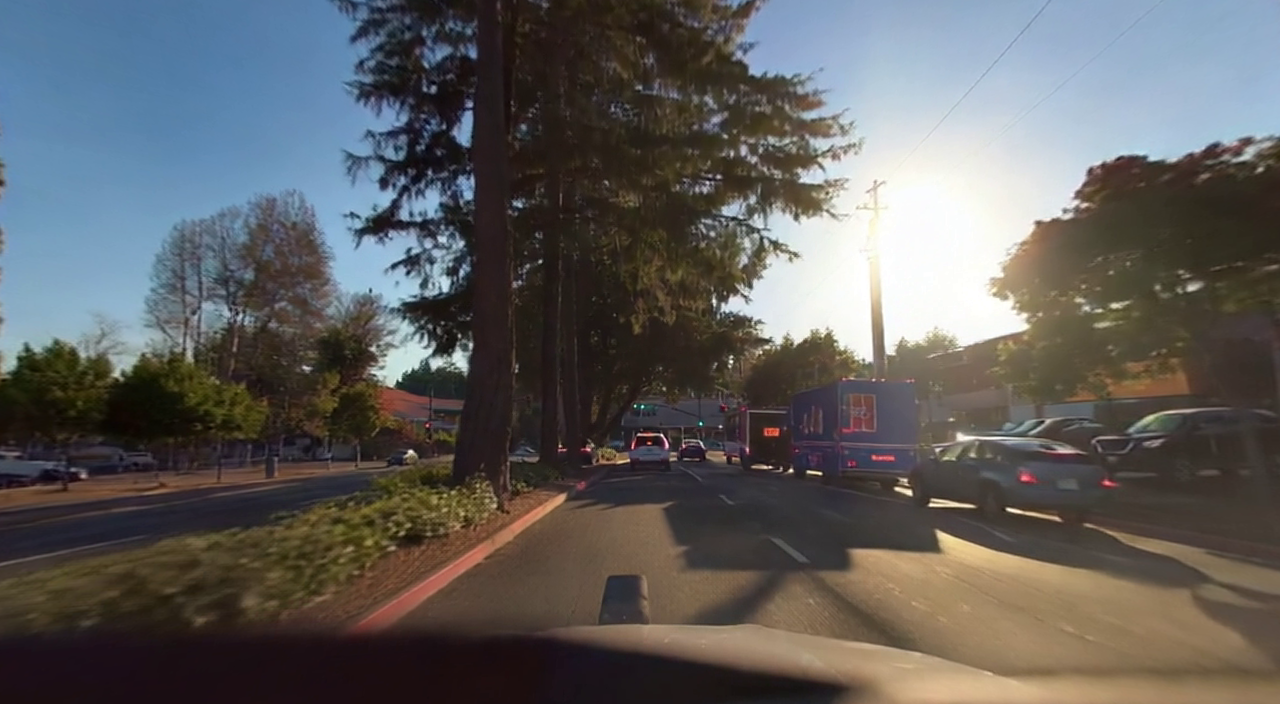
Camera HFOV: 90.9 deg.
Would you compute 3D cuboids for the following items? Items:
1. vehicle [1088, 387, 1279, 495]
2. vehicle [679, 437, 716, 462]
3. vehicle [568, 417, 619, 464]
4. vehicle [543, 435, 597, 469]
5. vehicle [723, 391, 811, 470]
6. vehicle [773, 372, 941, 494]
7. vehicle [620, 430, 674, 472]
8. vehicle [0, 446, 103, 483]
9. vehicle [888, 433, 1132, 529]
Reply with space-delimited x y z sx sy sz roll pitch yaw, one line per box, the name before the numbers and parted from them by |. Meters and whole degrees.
vehicle | 13.750 2.200 15.699 5.354 2.214 2.504 6 -10 -36
vehicle | 3.737 6.458 41.775 2.075 1.540 4.411 -1 -8 1
vehicle | -2.950 5.866 41.721 2.715 2.791 7.171 -1 -8 1
vehicle | -3.314 4.844 30.641 2.008 1.500 4.369 -1 -8 1
vehicle | 7.005 4.662 36.593 2.816 3.804 10.315 -2 -9 0
vehicle | 6.858 2.813 21.521 2.891 3.361 7.843 -1 -8 0
vehicle | 0.344 4.396 28.216 2.209 1.718 4.008 -1 -8 1
vehicle | -29.268 5.330 30.100 1.971 1.578 5.304 -2 -8 12
vehicle | 6.702 2.359 12.192 1.980 1.473 4.537 -1 -8 1
